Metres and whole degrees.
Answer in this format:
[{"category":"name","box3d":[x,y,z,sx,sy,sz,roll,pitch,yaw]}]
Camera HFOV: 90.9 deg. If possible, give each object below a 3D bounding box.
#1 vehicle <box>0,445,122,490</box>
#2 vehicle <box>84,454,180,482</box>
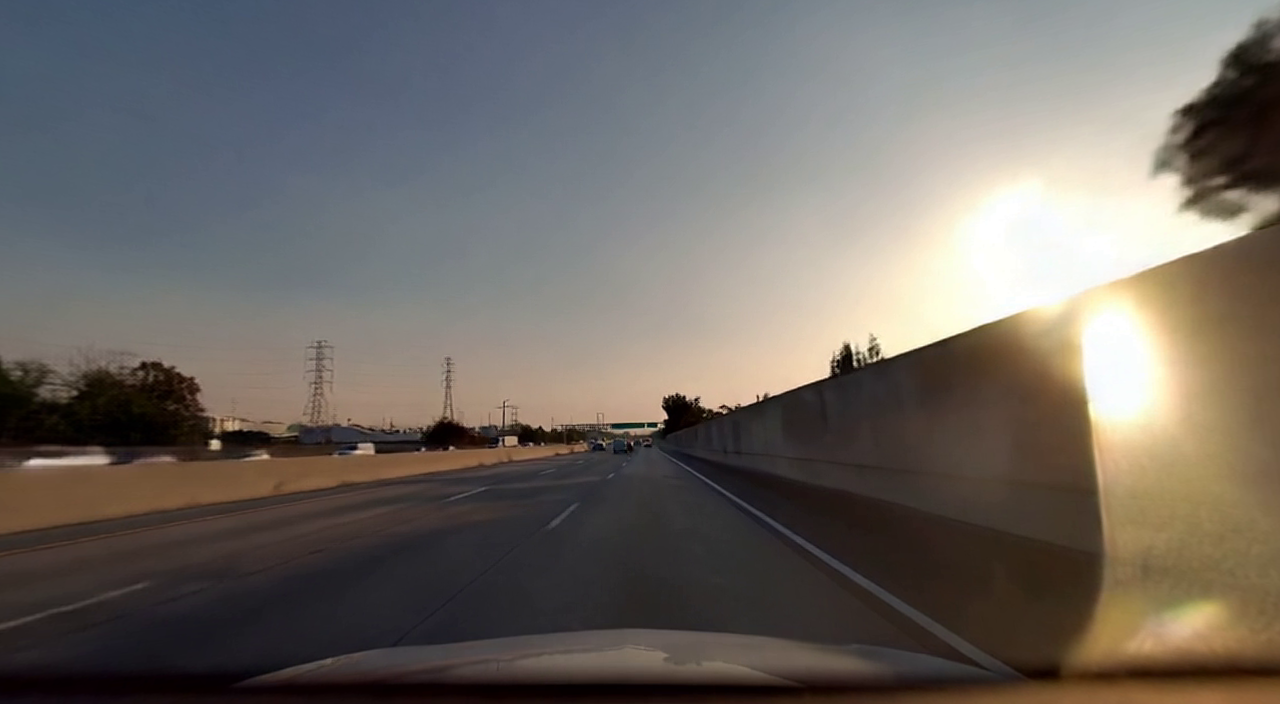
[{"category":"vehicle","box3d":[-27.708,5.343,29.688,2.132,1.908,5.131,-1,-8,1]},{"category":"vehicle","box3d":[-31.603,7.193,39.474,1.866,1.495,4.906,0,-8,1]}]
